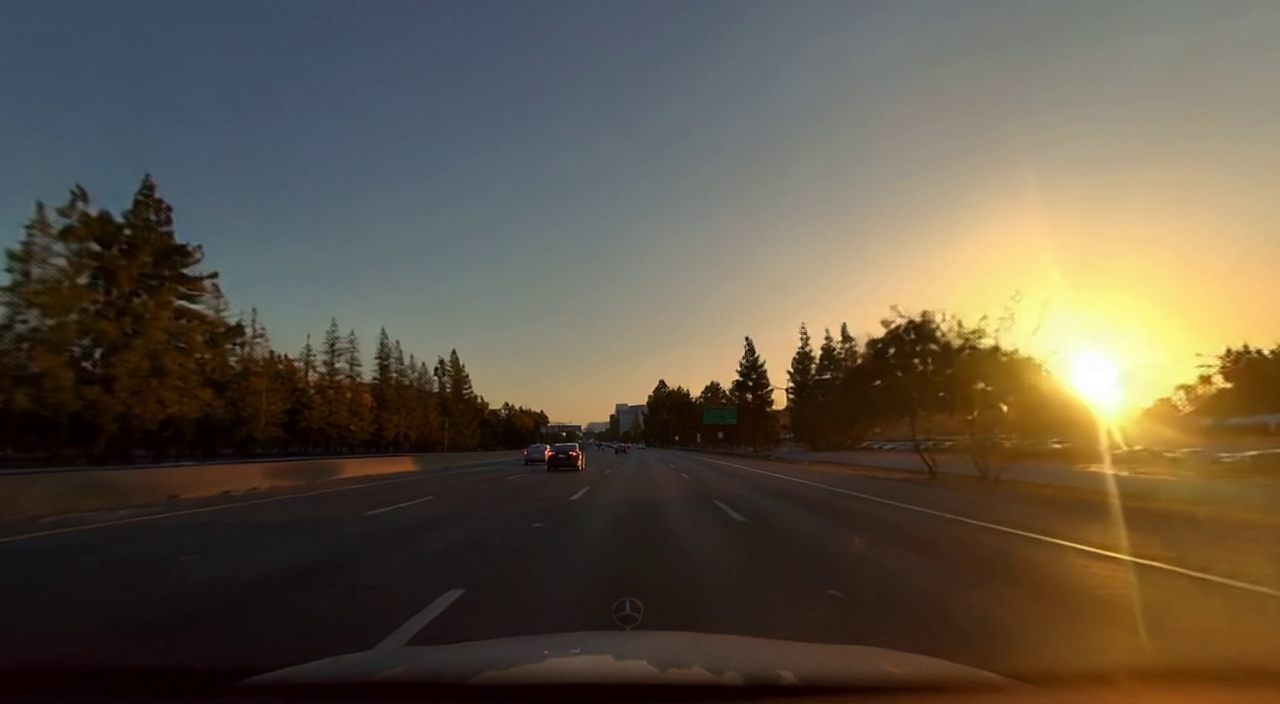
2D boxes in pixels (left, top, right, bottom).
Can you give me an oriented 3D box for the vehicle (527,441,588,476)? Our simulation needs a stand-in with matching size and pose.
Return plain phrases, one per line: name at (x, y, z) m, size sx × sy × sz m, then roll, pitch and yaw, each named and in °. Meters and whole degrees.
vehicle at (-3.673, 4.814, 28.824) m, size 2.128 × 1.450 × 4.078 m, roll 0°, pitch -8°, yaw 1°
